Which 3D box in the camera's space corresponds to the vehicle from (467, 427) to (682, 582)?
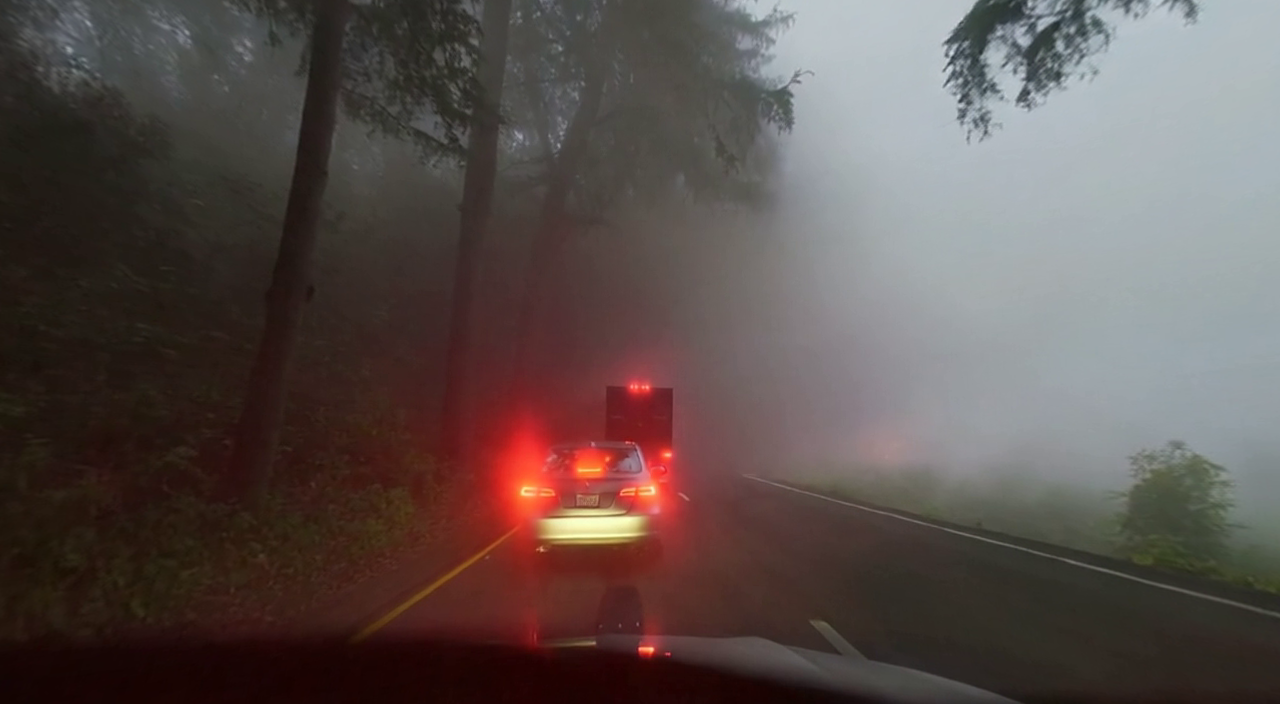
[{"bbox_3d":[-0.625,1.795,8.213,2.076,1.490,4.078,0,-9,0],"label":"vehicle"}]
